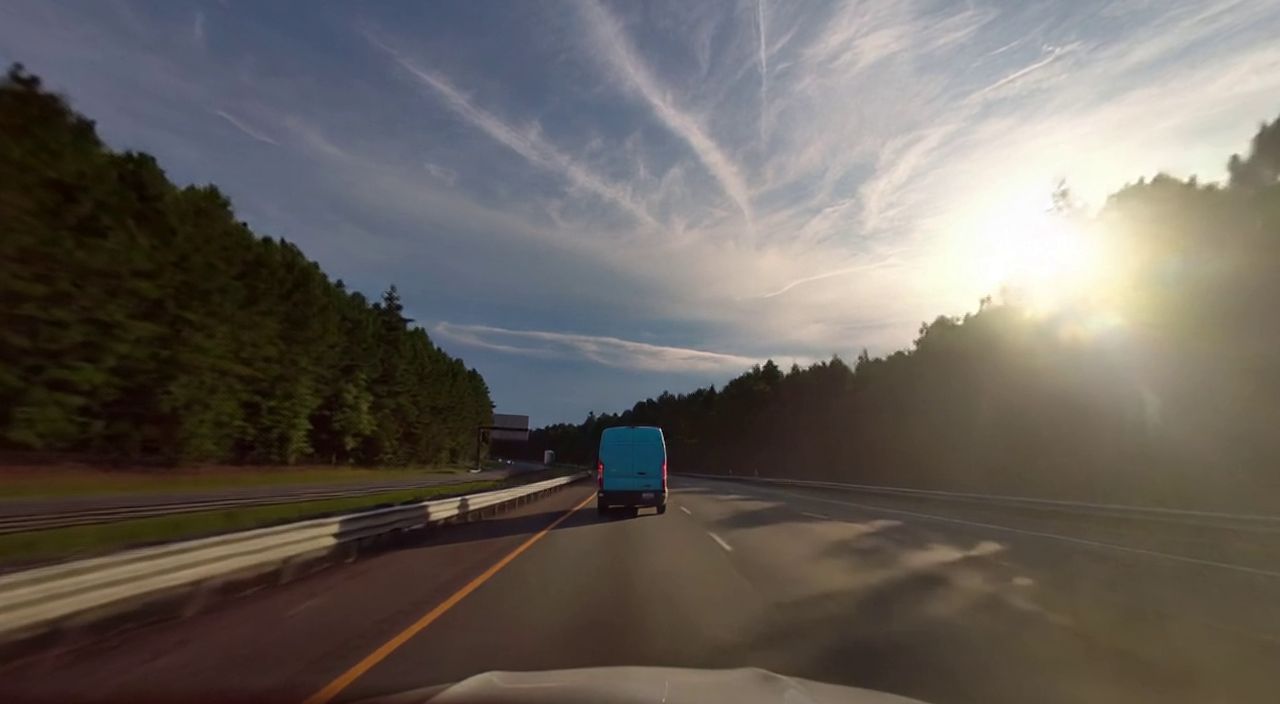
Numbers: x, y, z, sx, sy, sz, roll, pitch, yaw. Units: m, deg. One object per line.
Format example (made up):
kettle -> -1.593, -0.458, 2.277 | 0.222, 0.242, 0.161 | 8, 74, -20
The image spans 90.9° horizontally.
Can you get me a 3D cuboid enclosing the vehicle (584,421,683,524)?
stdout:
vehicle -> -0.240, 3.464, 18.370 | 2.375, 2.432, 6.161 | 1, -10, -2
